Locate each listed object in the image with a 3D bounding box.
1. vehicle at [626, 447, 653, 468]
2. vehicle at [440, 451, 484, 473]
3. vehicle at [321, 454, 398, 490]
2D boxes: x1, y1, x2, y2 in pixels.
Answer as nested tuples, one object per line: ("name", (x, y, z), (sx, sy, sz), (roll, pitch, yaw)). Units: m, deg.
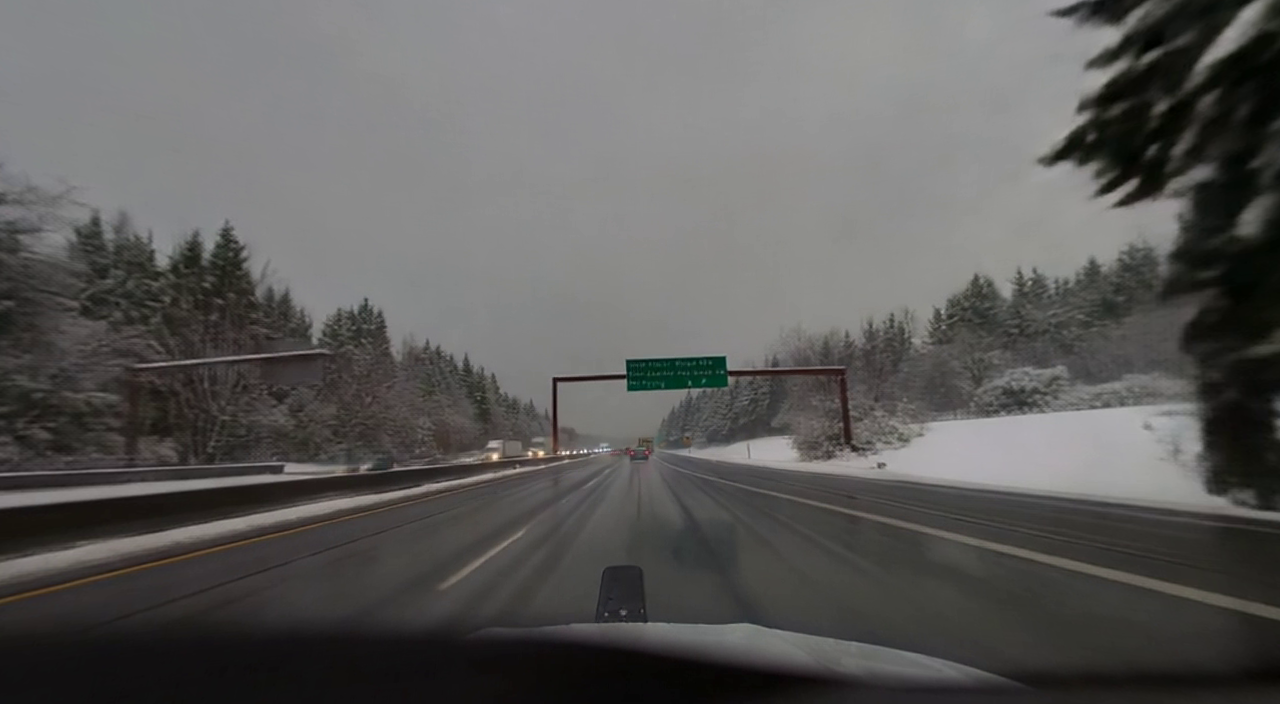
("vehicle", (-0.016, 7.595, 45.430), (1.860, 1.473, 3.689), (0, -9, 1))
("vehicle", (-12.461, 7.698, 44.391), (1.829, 1.472, 4.158), (0, -9, 1))
("vehicle", (-12.302, 5.266, 27.888), (1.764, 1.417, 3.582), (0, -9, 0))
